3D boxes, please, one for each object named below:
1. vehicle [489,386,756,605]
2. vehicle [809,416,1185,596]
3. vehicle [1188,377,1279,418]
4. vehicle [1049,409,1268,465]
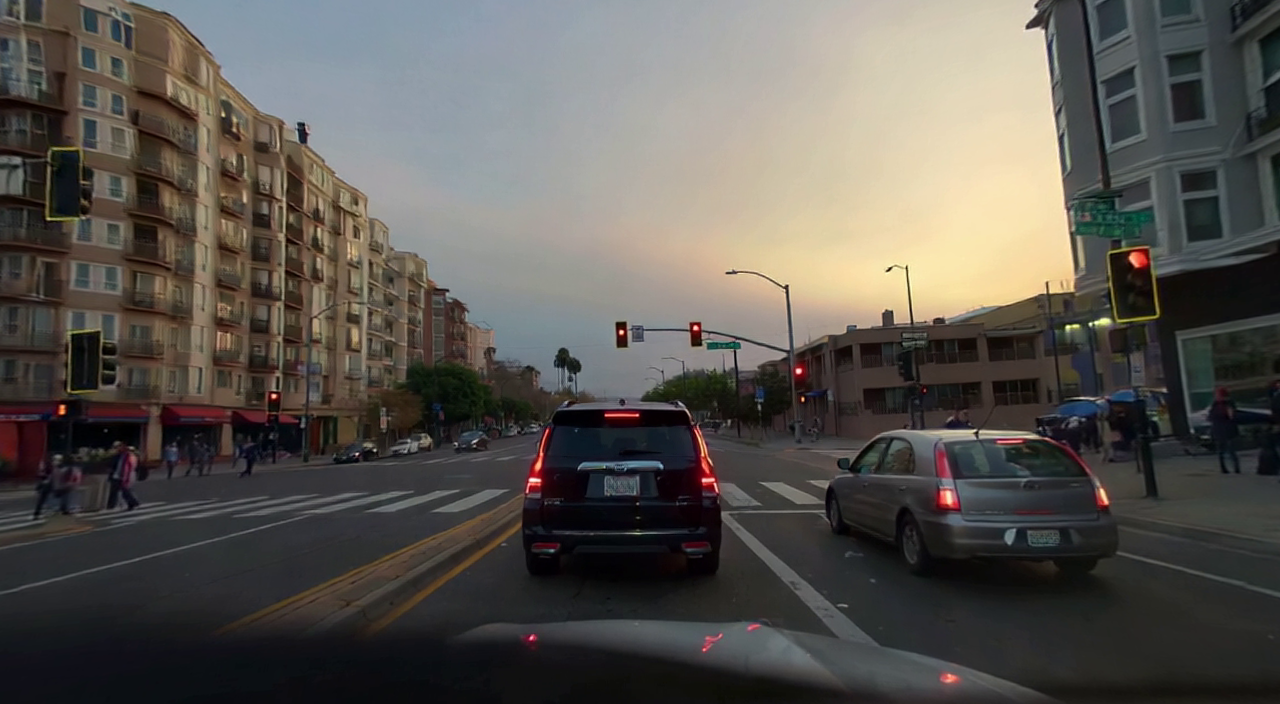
[{"bbox_3d":[-0.134,1.480,7.305,2.168,1.776,4.135,0,-8,0],"label":"vehicle"},{"bbox_3d":[3.688,1.662,7.755,1.987,1.538,4.510,0,-8,0],"label":"vehicle"},{"bbox_3d":[26.590,1.978,27.170,4.287,1.639,1.729,0,-8,1],"label":"vehicle"},{"bbox_3d":[14.267,2.378,17.605,4.354,1.466,1.863,-1,-8,2],"label":"vehicle"}]
